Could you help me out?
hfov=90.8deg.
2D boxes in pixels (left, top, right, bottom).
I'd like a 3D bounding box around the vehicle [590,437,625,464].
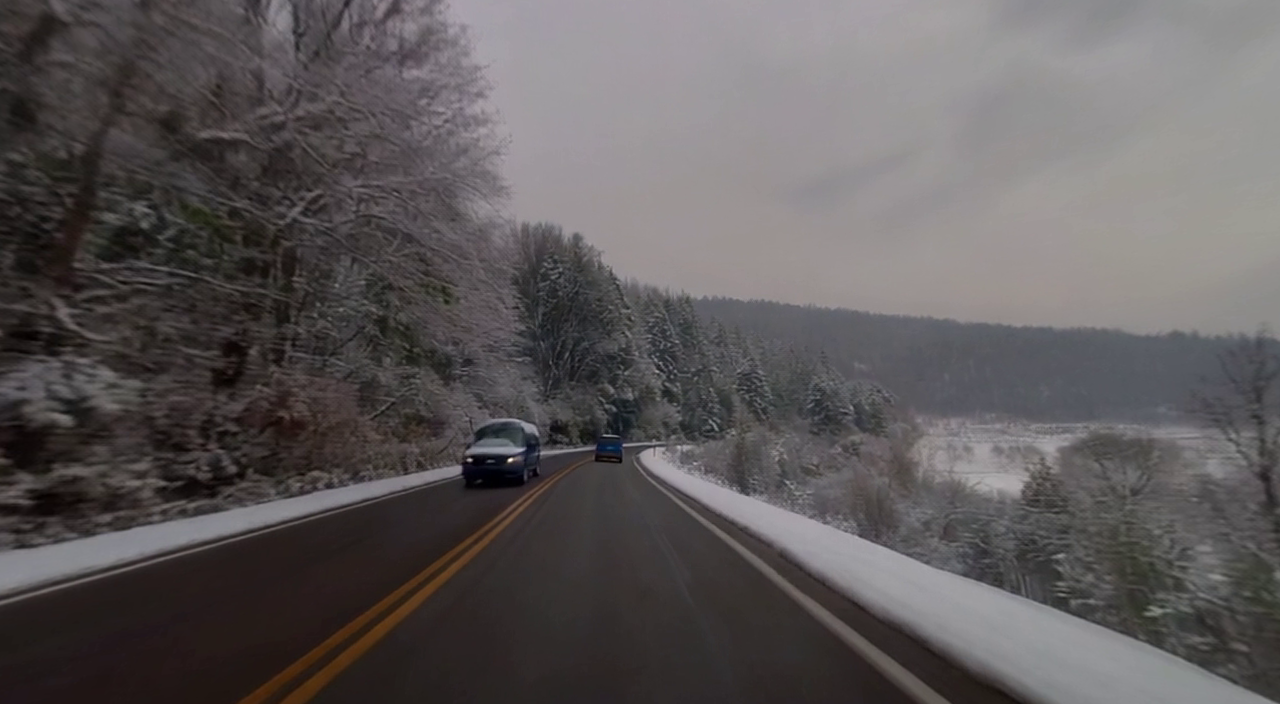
[{"bbox_3d":[-2.506,7.442,47.876,2.439,1.912,5.605,1,-9,-4],"label":"vehicle"}]
